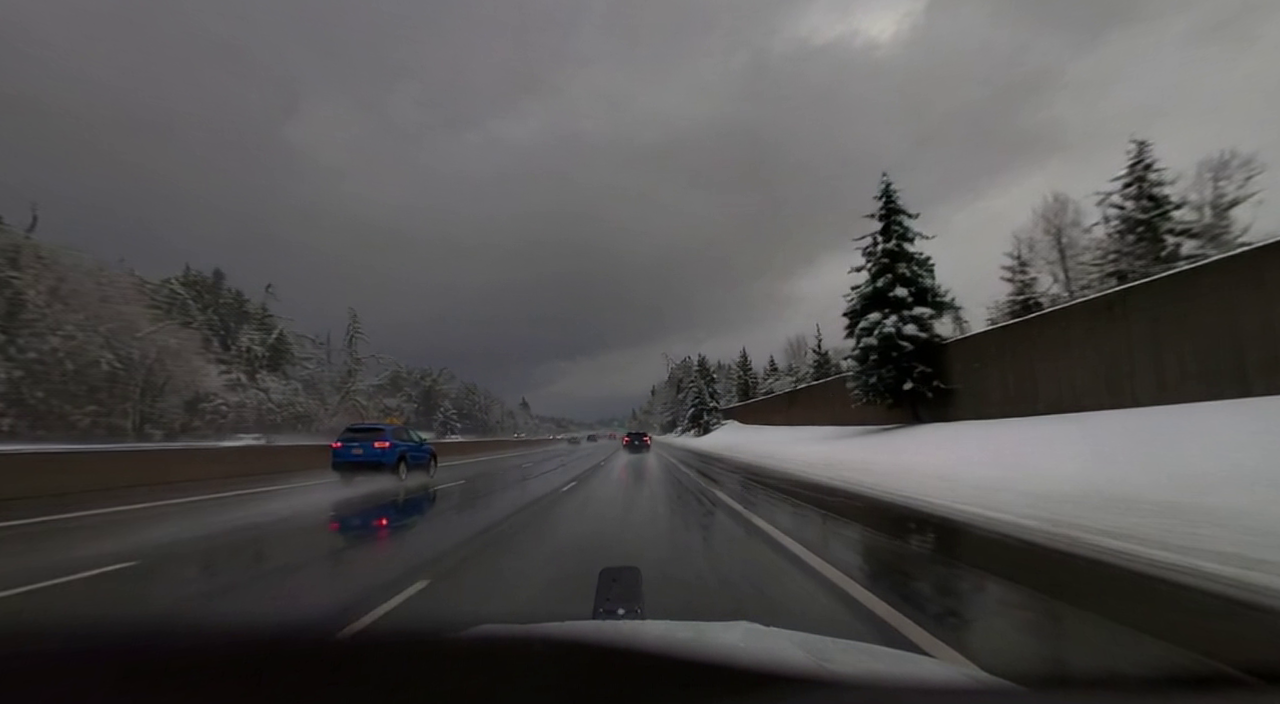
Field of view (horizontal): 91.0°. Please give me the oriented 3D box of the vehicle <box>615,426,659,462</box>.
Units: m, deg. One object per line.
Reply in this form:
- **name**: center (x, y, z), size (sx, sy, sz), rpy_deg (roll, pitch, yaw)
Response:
- **vehicle**: center (-0.125, 4.766, 32.689), size (2.141, 1.706, 4.065), rpy_deg (0, -8, 1)

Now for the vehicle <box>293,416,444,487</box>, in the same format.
- **vehicle**: center (-7.361, 2.772, 17.693), size (2.166, 1.705, 4.433), rpy_deg (0, -8, 1)

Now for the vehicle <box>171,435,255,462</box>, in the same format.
- **vehicle**: center (-25.650, 5.825, 38.031), size (1.858, 1.525, 4.501), rpy_deg (0, -8, 1)
